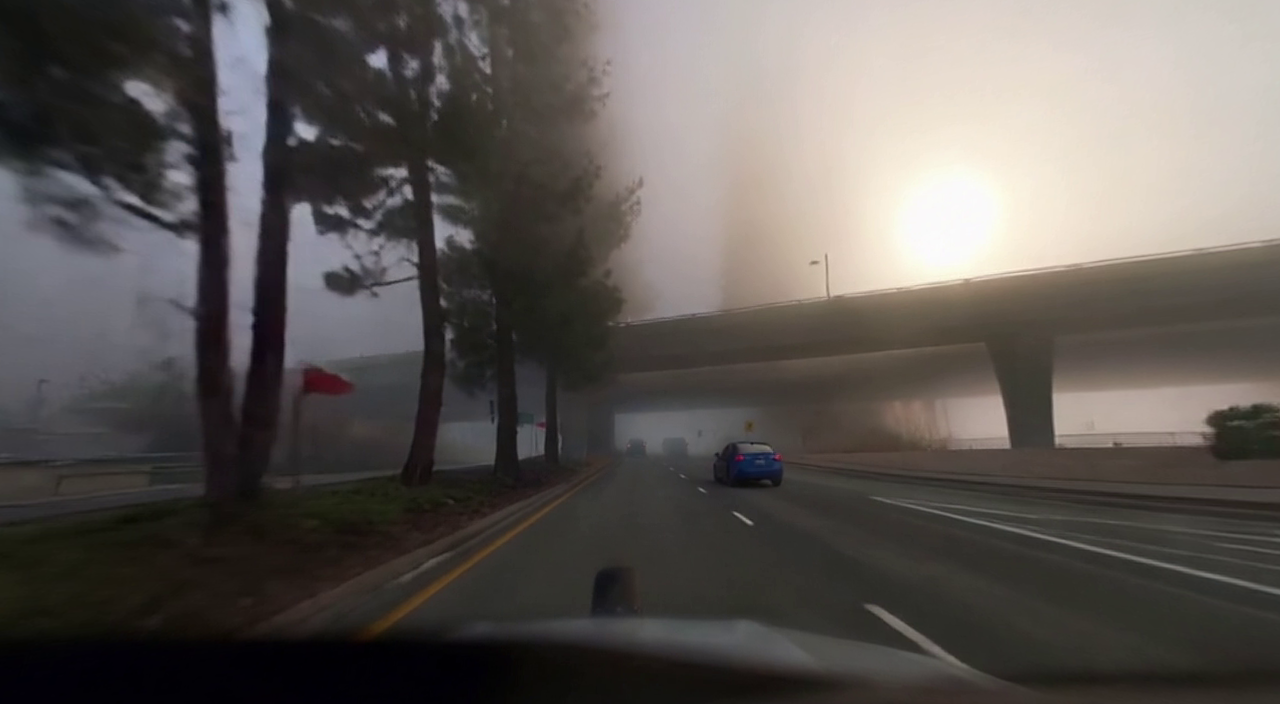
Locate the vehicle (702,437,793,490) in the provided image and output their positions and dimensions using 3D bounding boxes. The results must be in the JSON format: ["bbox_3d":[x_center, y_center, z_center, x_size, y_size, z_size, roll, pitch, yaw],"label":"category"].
[{"bbox_3d":[3.305,3.546,20.420,2.062,1.484,4.332,-1,-8,-1],"label":"vehicle"}]
